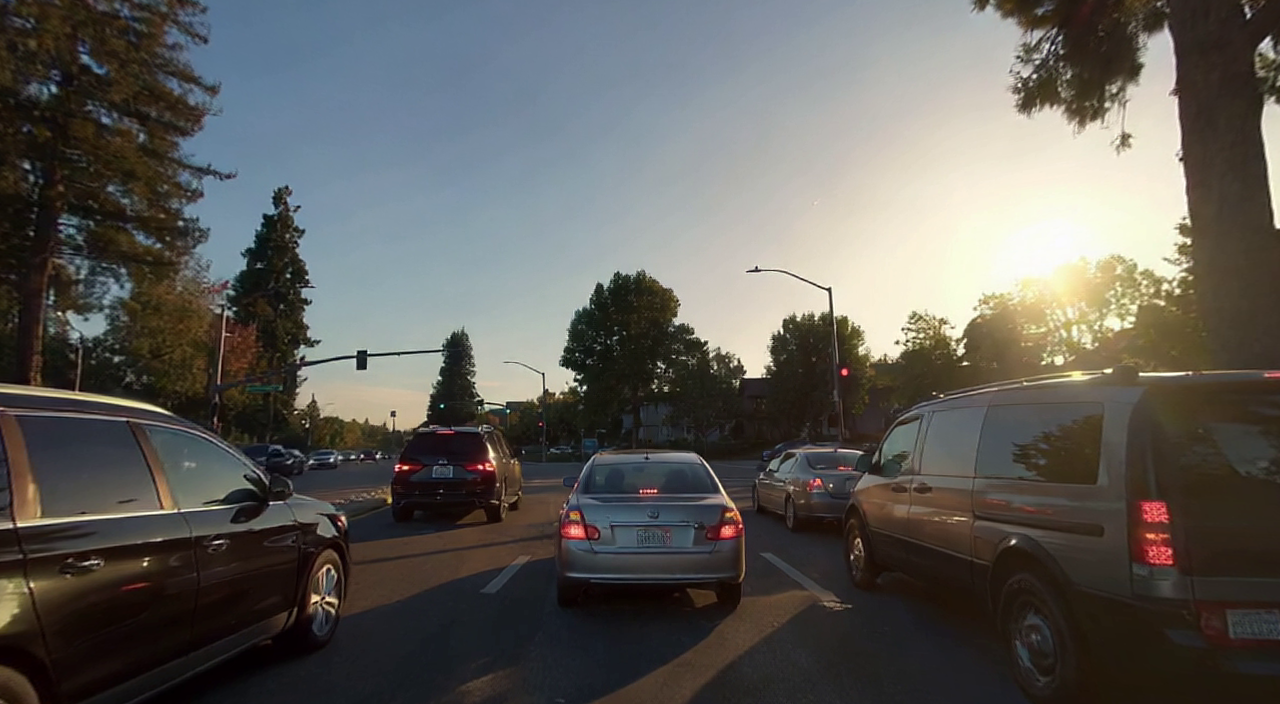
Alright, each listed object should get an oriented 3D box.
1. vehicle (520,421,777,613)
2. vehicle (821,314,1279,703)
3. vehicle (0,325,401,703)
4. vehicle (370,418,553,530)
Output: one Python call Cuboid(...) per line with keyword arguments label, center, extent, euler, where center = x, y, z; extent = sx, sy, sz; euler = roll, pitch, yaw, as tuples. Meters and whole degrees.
Cuboid(label="vehicle", center=(0.033, 1.592, 7.009), extent=(2.021, 1.490, 3.948), euler=(0, -8, -1))
Cuboid(label="vehicle", center=(3.217, 1.106, 4.729), extent=(2.141, 1.833, 4.704), euler=(0, -8, -2))
Cuboid(label="vehicle", center=(-3.120, 0.956, 3.303), extent=(1.982, 1.721, 4.261), euler=(0, -8, 1))
Cuboid(label="vehicle", center=(-3.183, 2.300, 12.445), extent=(2.117, 1.772, 4.619), euler=(0, -8, 2))
